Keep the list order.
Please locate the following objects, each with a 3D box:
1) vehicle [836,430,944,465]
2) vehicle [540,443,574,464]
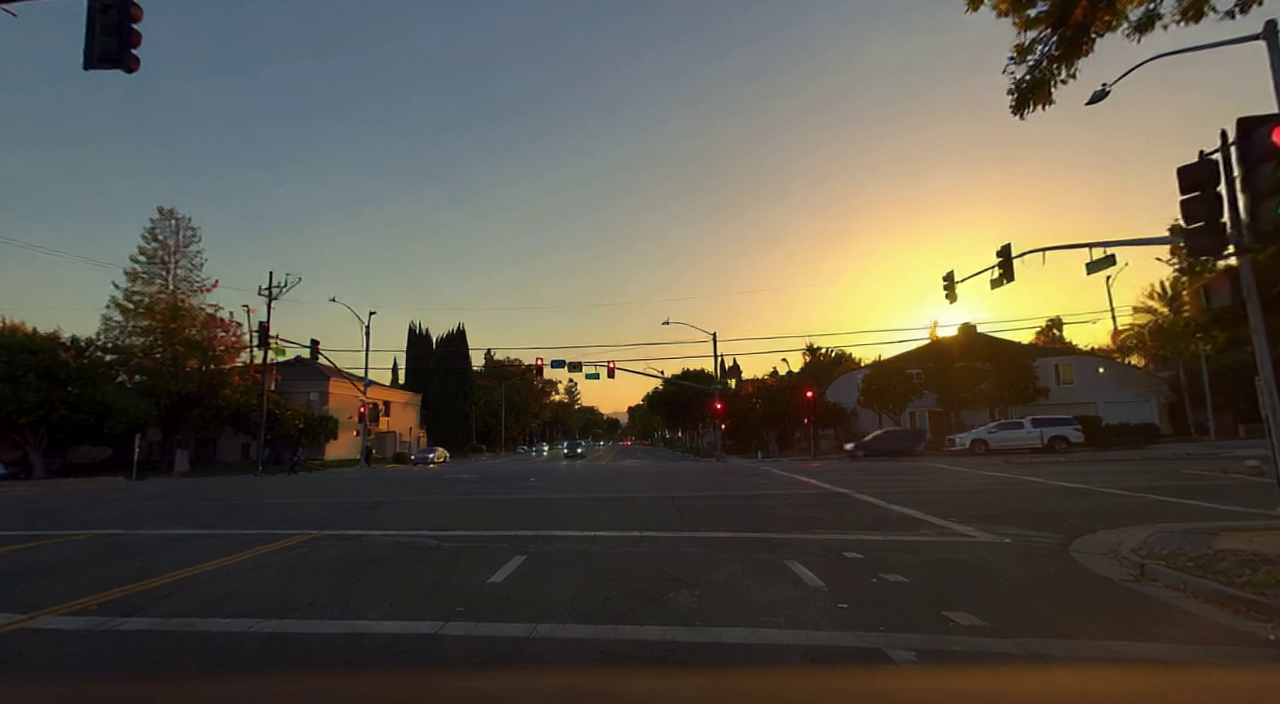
[{"bbox_3d":[12.798,4.948,32.614,4.706,1.710,1.932,-1,-8,5],"label":"vehicle"},{"bbox_3d":[-6.129,7.522,47.048,1.936,1.444,4.168,0,-8,0],"label":"vehicle"}]
